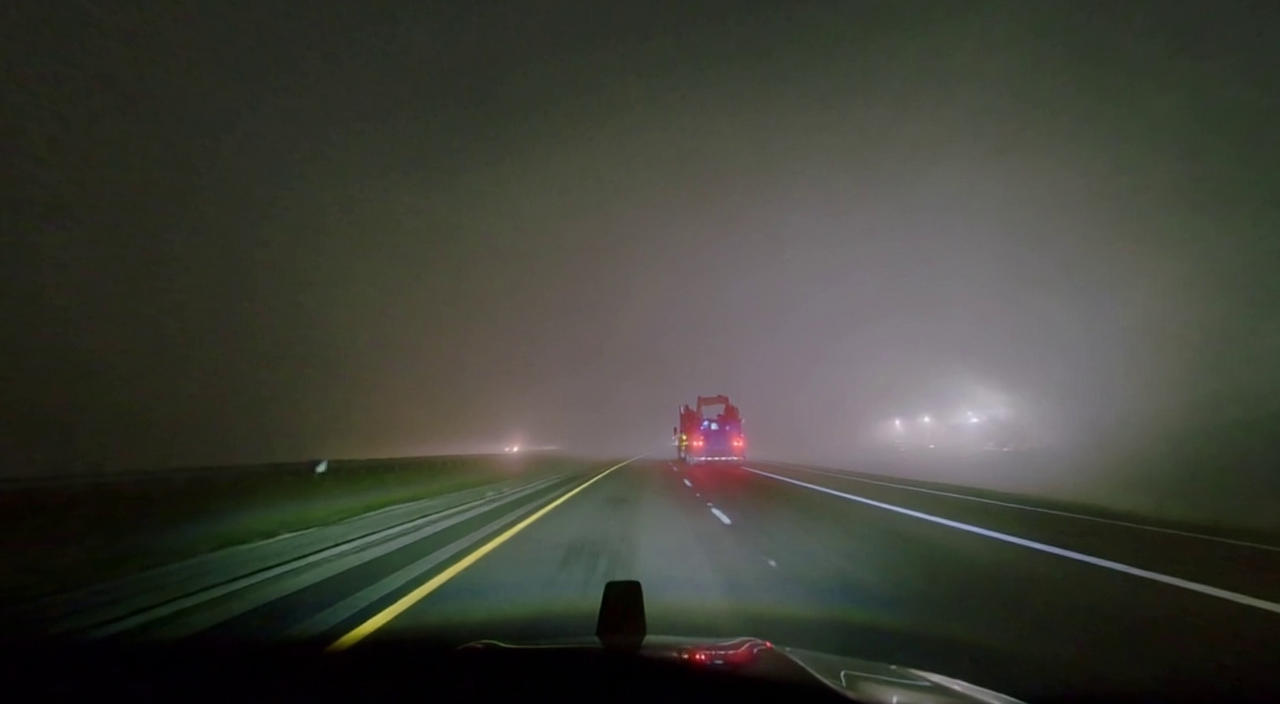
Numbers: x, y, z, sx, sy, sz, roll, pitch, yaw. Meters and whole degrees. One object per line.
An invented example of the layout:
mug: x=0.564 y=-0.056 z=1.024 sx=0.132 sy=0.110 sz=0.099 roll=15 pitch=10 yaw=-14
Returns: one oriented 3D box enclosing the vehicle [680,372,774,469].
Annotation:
vehicle: x=3.720 y=3.261 z=29.000 sx=3.279 sy=3.956 sz=6.541 roll=0 pitch=-9 yaw=-1
